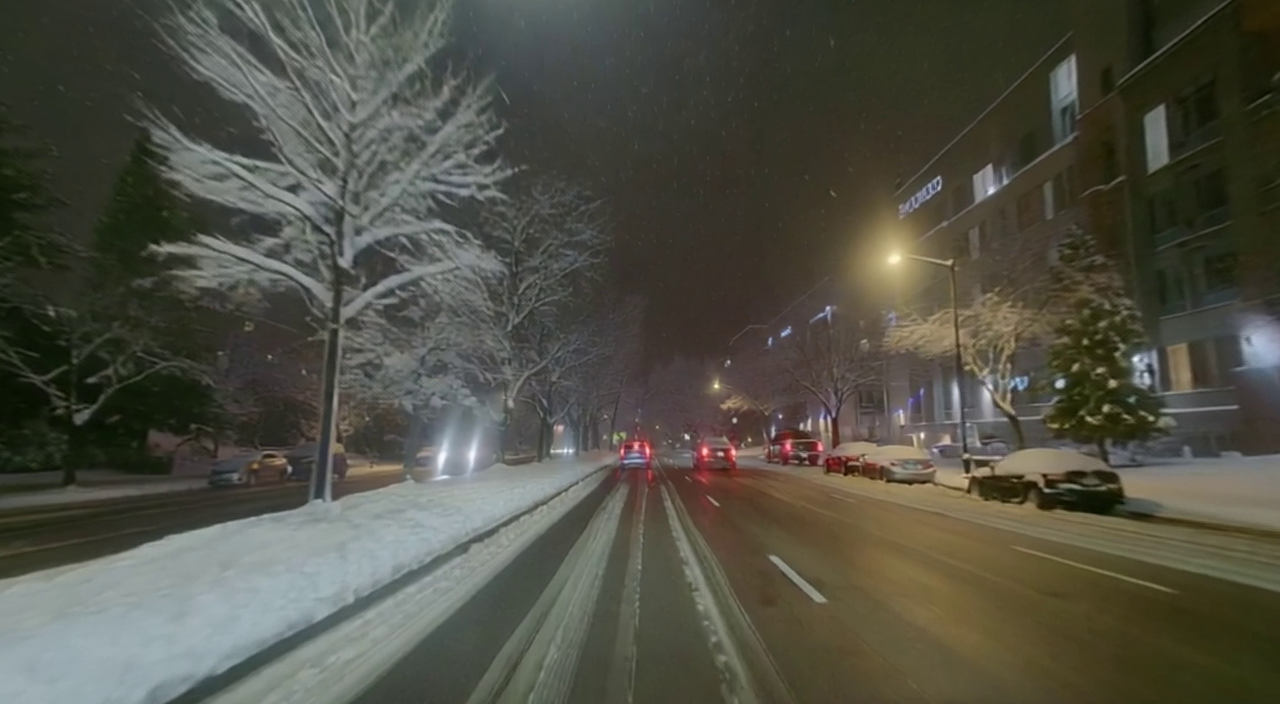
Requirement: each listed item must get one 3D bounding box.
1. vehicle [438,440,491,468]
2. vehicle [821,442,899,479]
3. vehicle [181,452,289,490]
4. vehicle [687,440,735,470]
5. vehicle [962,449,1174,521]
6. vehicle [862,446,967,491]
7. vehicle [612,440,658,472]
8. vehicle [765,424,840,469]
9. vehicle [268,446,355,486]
[{"bbox_3d":[-12.560,7.325,45.523,2.331,1.910,4.823,-1,-8,1],"label":"vehicle"},{"bbox_3d":[10.592,5.230,30.783,2.129,1.645,4.625,0,-8,0],"label":"vehicle"},{"bbox_3d":[-19.005,5.565,29.940,2.180,1.608,4.443,0,-8,-1],"label":"vehicle"},{"bbox_3d":[3.706,5.455,33.762,1.993,1.477,4.240,0,-8,-1],"label":"vehicle"},{"bbox_3d":[10.166,3.147,15.583,1.944,1.454,4.647,0,-8,0],"label":"vehicle"},{"bbox_3d":[10.266,4.365,24.118,1.898,1.502,4.788,0,-8,1],"label":"vehicle"},{"bbox_3d":[-0.240,5.093,31.176,2.101,1.444,4.248,0,-8,0],"label":"vehicle"},{"bbox_3d":[10.616,6.289,42.169,3.082,2.655,7.381,0,-8,1],"label":"vehicle"},{"bbox_3d":[-19.110,6.588,37.069,2.240,2.112,5.268,0,-8,0],"label":"vehicle"}]
